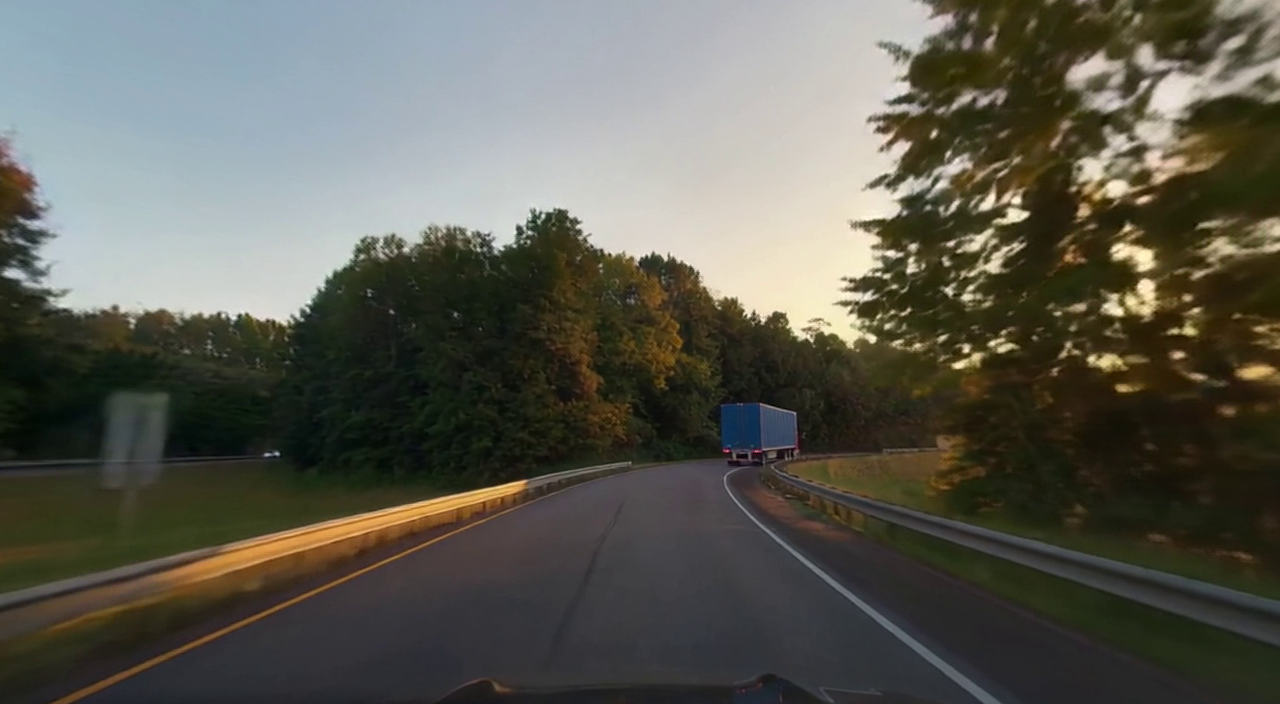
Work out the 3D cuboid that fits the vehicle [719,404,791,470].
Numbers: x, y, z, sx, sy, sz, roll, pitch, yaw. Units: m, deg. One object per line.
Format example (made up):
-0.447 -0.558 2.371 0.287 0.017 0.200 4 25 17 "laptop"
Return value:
8.994 6.538 47.520 3.087 4.178 13.682 -3 -9 19 "vehicle"
